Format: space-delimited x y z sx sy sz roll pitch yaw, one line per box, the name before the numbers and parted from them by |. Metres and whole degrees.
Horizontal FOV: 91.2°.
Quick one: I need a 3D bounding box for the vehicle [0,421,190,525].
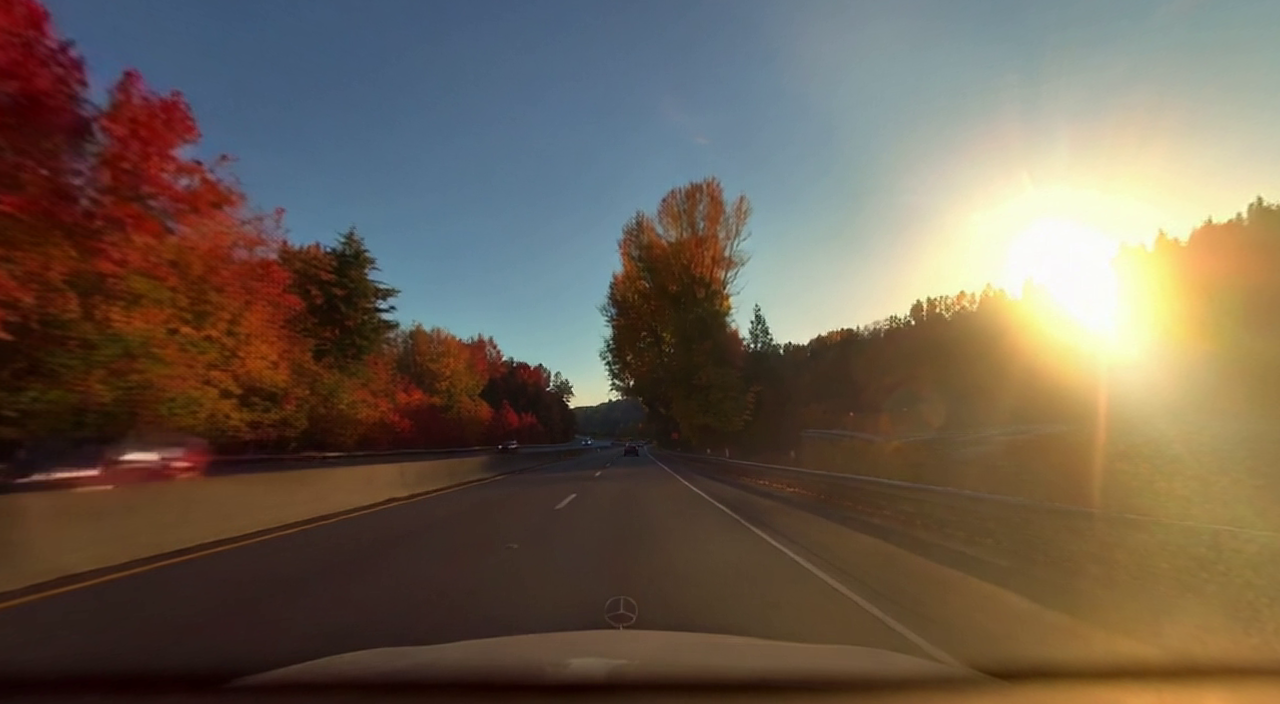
vehicle | -10.653 2.129 11.371 1.868 1.555 4.174 0 -9 -1
